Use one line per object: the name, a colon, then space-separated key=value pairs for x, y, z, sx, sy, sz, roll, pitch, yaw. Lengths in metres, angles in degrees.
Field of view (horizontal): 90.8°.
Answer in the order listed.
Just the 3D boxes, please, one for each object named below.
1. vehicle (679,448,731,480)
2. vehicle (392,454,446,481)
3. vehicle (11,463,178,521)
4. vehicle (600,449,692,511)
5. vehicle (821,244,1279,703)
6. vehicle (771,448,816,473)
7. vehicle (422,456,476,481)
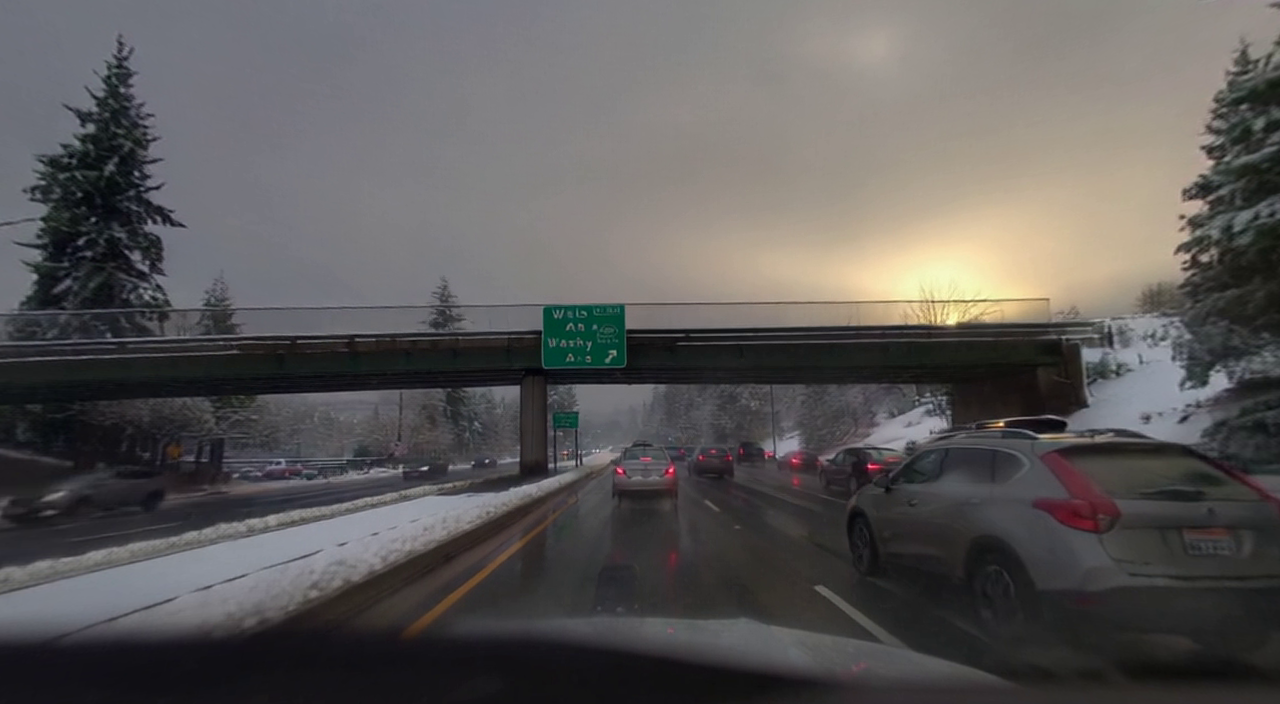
vehicle: x=3.087 y=5.422 z=30.783 sx=1.962 sy=1.431 sz=4.205 roll=0 pitch=-9 yaw=-2
vehicle: x=-15.774 y=8.243 z=45.374 sx=2.026 sy=1.800 sz=4.854 roll=0 pitch=-9 yaw=0
vehicle: x=-19.163 y=4.902 z=22.541 sx=1.935 sy=1.706 sz=4.473 roll=0 pitch=-9 yaw=0
vehicle: x=0.113 y=3.127 z=15.882 sx=2.027 sy=1.341 sz=3.775 roll=0 pitch=-9 yaw=0
vehicle: x=3.483 y=1.034 z=4.455 sx=2.719 sy=2.033 sz=5.876 roll=0 pitch=-9 yaw=1
vehicle: x=9.831 y=6.955 z=40.690 sx=1.839 sy=1.453 sz=3.992 roll=0 pitch=-9 yaw=-1
vehicle: x=-12.200 y=7.460 z=40.597 sx=1.927 sy=1.439 sz=4.537 roll=0 pitch=-9 yaw=2
